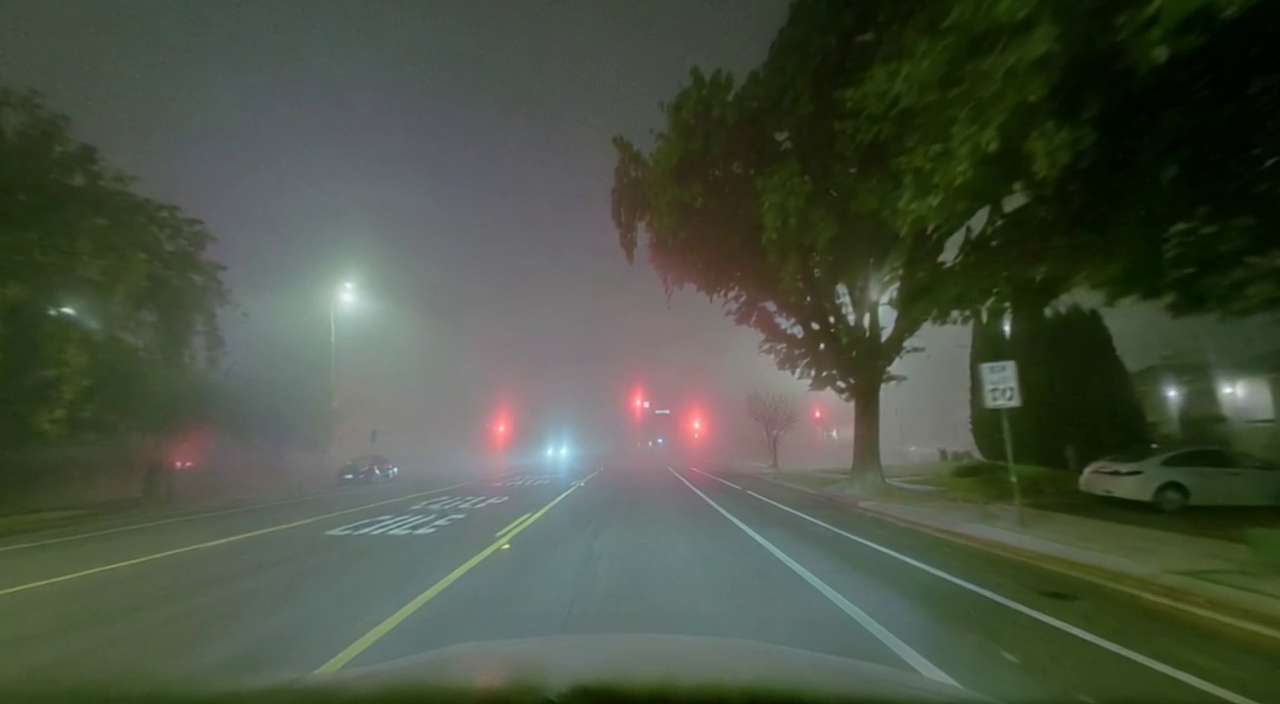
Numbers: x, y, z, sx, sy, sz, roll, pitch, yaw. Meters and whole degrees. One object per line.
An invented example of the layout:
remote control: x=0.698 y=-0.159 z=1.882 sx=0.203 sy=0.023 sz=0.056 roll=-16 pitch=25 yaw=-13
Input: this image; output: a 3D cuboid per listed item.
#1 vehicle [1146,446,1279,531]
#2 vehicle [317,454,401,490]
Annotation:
vehicle: x=12.437 y=2.428 z=11.563 sx=4.539 sy=1.404 sz=2.008 roll=-1 pitch=-9 yaw=2
vehicle: x=-12.912 y=5.505 z=29.350 sx=1.851 sy=1.482 sz=4.443 roll=0 pitch=-9 yaw=0
